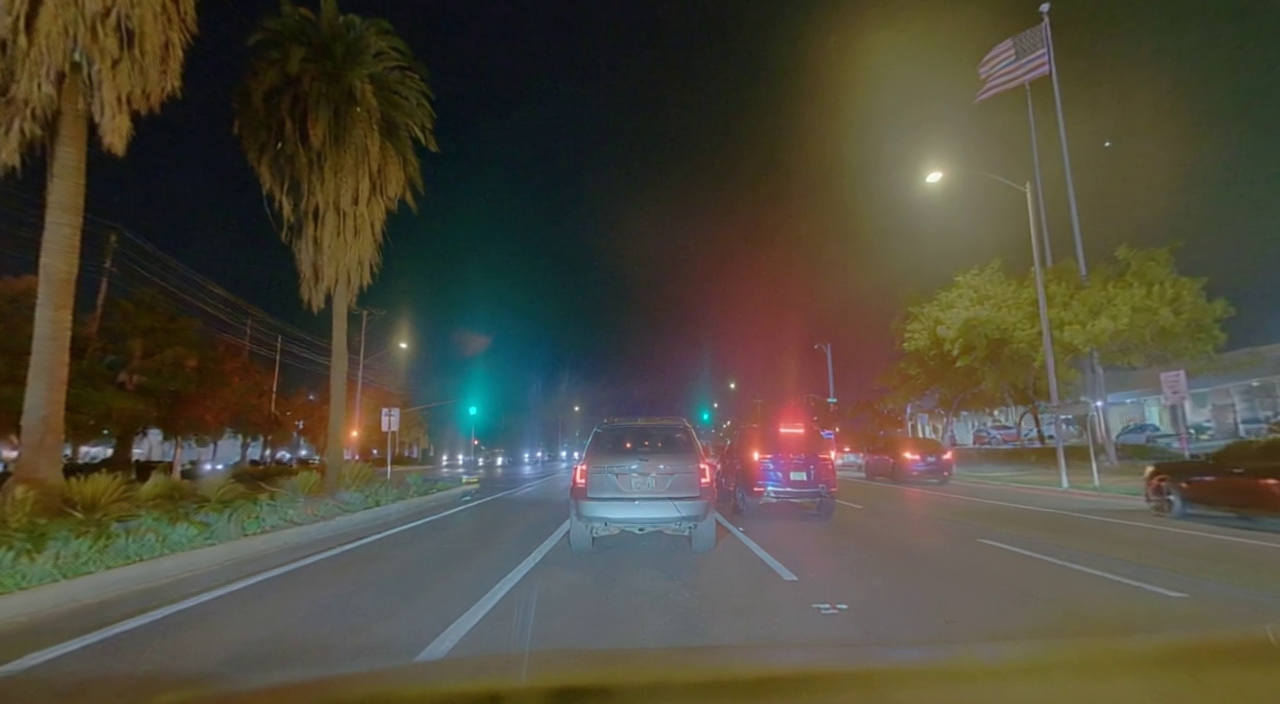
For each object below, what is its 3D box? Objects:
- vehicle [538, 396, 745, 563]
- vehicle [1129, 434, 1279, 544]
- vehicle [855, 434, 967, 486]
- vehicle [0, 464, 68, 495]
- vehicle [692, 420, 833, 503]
[{"bbox_3d":[-0.043,1.826,9.727,2.402,1.938,4.535,0,-9,-2],"label":"vehicle"},{"bbox_3d":[9.746,1.944,9.122,1.967,1.485,4.267,0,-9,1],"label":"vehicle"},{"bbox_3d":[10.095,4.048,23.998,2.155,1.779,4.582,0,-9,-1],"label":"vehicle"},{"bbox_3d":[-45.859,9.168,45.667,6.410,2.078,2.584,0,-9,0],"label":"vehicle"},{"bbox_3d":[3.274,3.159,18.703,2.773,2.021,6.212,0,-9,-2],"label":"vehicle"}]
